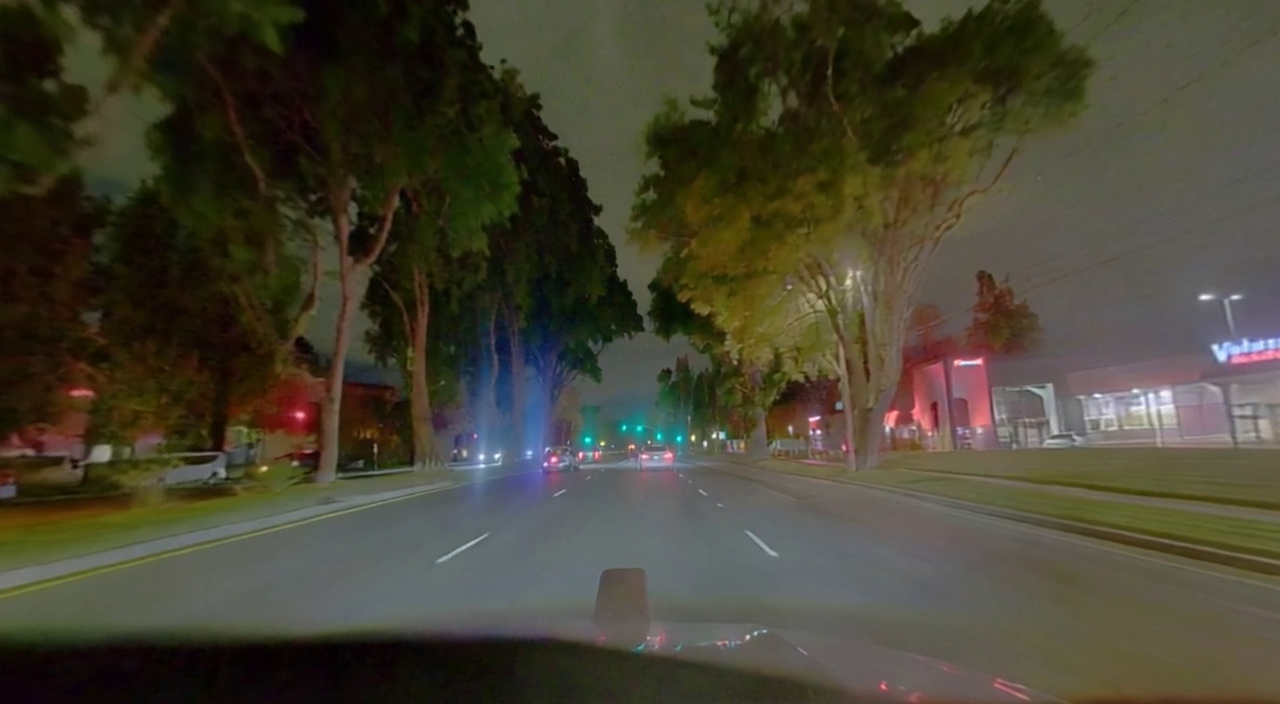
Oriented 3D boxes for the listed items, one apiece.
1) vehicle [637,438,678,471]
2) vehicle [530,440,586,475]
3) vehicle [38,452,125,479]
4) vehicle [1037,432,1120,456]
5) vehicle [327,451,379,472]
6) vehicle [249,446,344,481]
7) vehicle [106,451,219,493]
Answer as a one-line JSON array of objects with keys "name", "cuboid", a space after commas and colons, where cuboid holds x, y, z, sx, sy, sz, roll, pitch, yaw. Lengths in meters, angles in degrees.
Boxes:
[{"name": "vehicle", "cuboid": [0.843, 5.203, 32.188, 1.922, 1.579, 3.642, 0, -8, -1]}, {"name": "vehicle", "cuboid": [-3.703, 4.853, 29.262, 1.908, 1.481, 4.536, 0, -8, 1]}, {"name": "vehicle", "cuboid": [-44.135, 8.960, 49.892, 4.856, 1.971, 2.163, 0, -8, 2]}, {"name": "vehicle", "cuboid": [32.917, 6.905, 47.411, 4.458, 1.761, 2.424, 0, -8, -4]}, {"name": "vehicle", "cuboid": [-22.450, 8.565, 49.543, 1.849, 1.568, 4.397, 0, -8, 2]}, {"name": "vehicle", "cuboid": [-18.562, 6.000, 34.413, 2.021, 1.732, 5.410, 0, -8, 1]}, {"name": "vehicle", "cuboid": [-22.862, 5.736, 30.467, 1.887, 1.801, 4.587, 0, -8, -1]}]
